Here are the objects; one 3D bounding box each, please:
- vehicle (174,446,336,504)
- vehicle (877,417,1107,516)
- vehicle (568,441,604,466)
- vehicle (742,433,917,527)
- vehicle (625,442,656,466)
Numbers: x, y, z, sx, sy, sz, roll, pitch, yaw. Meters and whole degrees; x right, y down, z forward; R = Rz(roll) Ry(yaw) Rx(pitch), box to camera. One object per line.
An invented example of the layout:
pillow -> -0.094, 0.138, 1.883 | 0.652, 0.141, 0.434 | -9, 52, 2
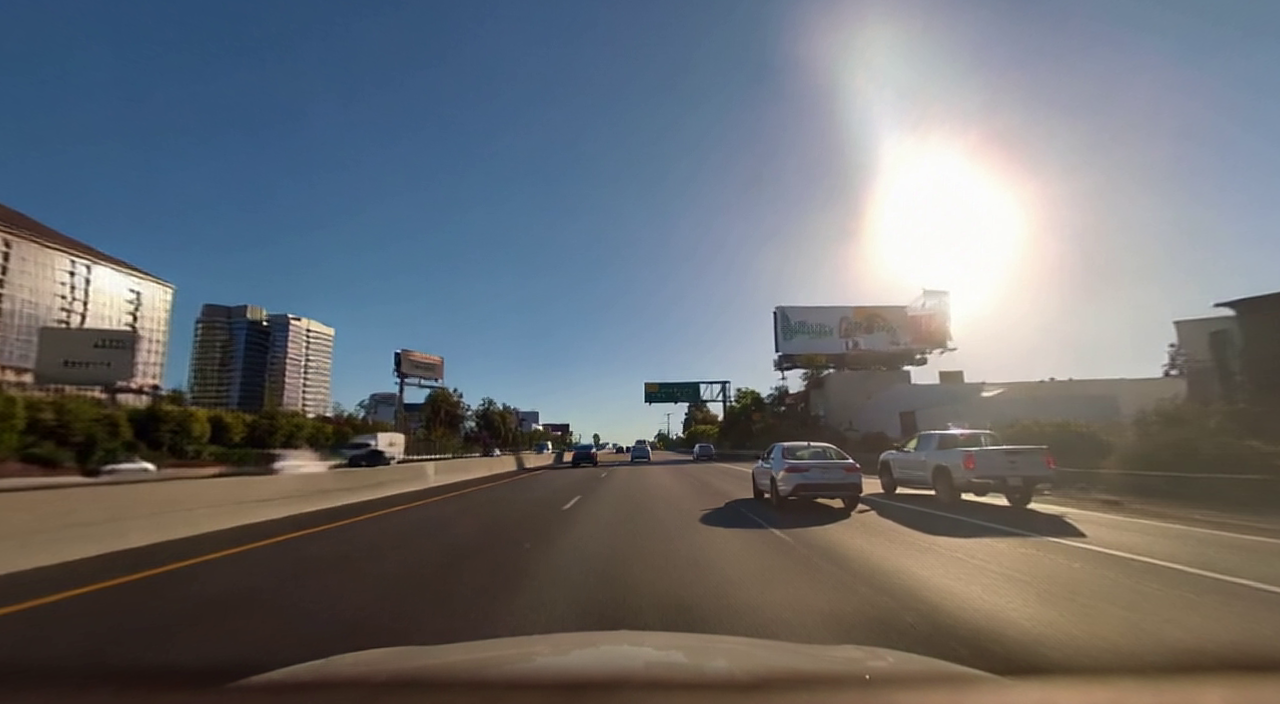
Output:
vehicle -> -11.078, 3.532, 18.671 | 1.888, 1.486, 4.616 | 0, -9, 0
vehicle -> 7.337, 2.453, 13.974 | 2.176, 1.793, 4.841 | 0, -9, -1
vehicle -> -3.977, 7.578, 47.329 | 2.256, 1.756, 4.745 | 0, -9, 0
vehicle -> 3.465, 2.444, 12.616 | 1.987, 1.509, 4.512 | 0, -9, -1
vehicle -> 0.009, 7.479, 46.481 | 2.191, 1.685, 4.015 | 0, -9, -1
